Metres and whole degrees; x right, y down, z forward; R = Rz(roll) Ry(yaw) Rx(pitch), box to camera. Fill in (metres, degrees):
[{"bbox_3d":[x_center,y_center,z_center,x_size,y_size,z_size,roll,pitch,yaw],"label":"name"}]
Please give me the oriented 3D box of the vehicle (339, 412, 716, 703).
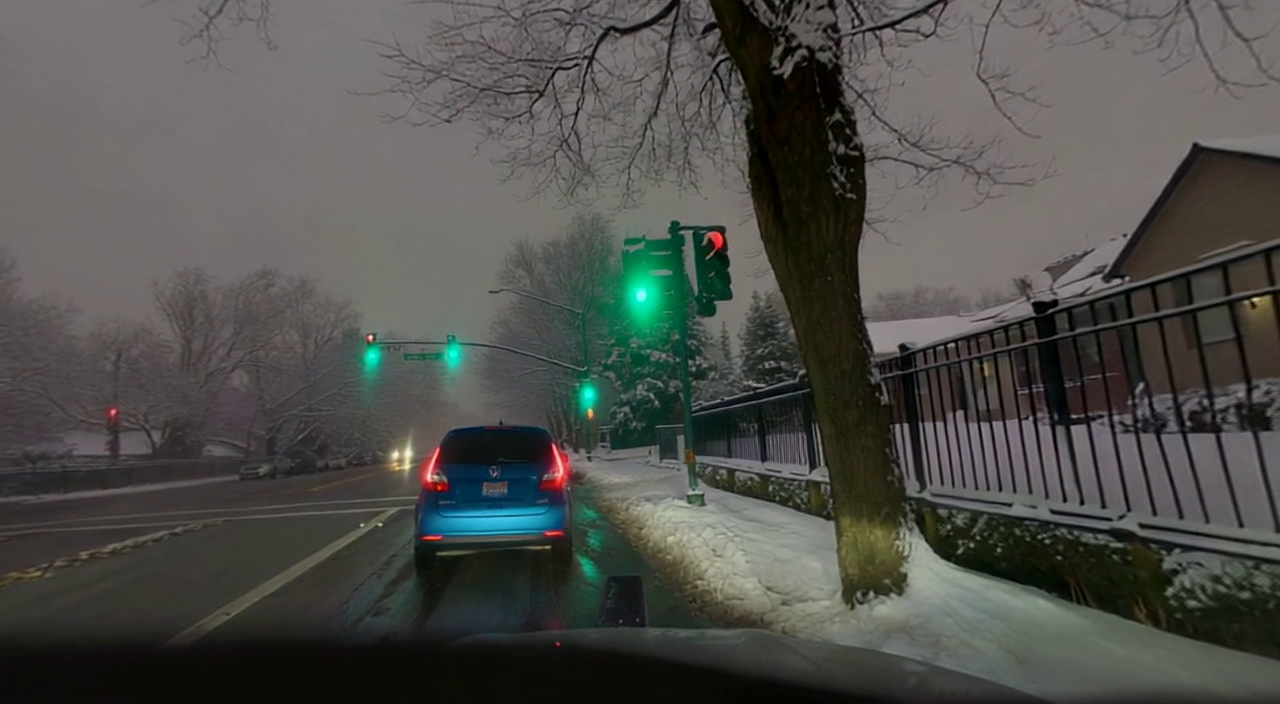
[{"bbox_3d":[-0.906,1.369,5.357,2.024,1.502,3.702,1,-9,-11],"label":"vehicle"}]
